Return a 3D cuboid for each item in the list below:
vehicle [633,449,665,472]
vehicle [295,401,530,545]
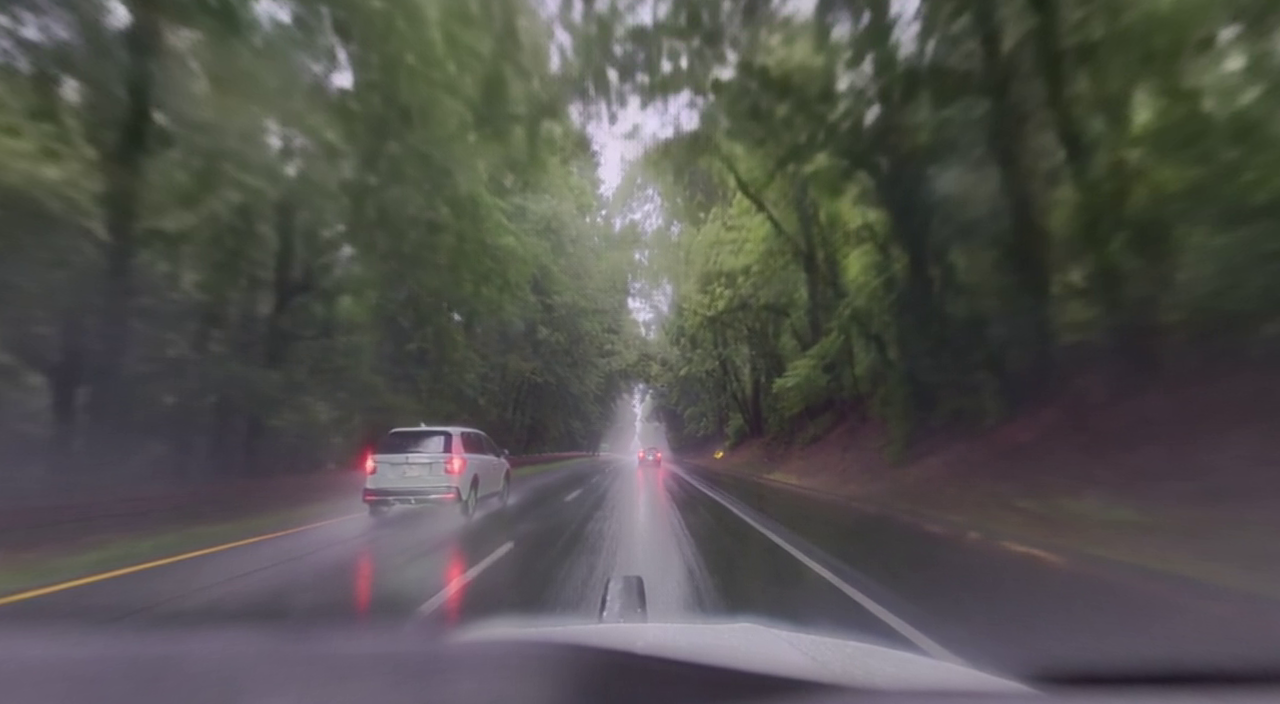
[{"bbox_3d":[0.573,7.358,43.123,2.046,1.452,4.407,0,-9,-1],"label":"vehicle"},{"bbox_3d":[-3.690,2.103,11.571,2.418,2.049,4.930,0,-9,0],"label":"vehicle"}]
